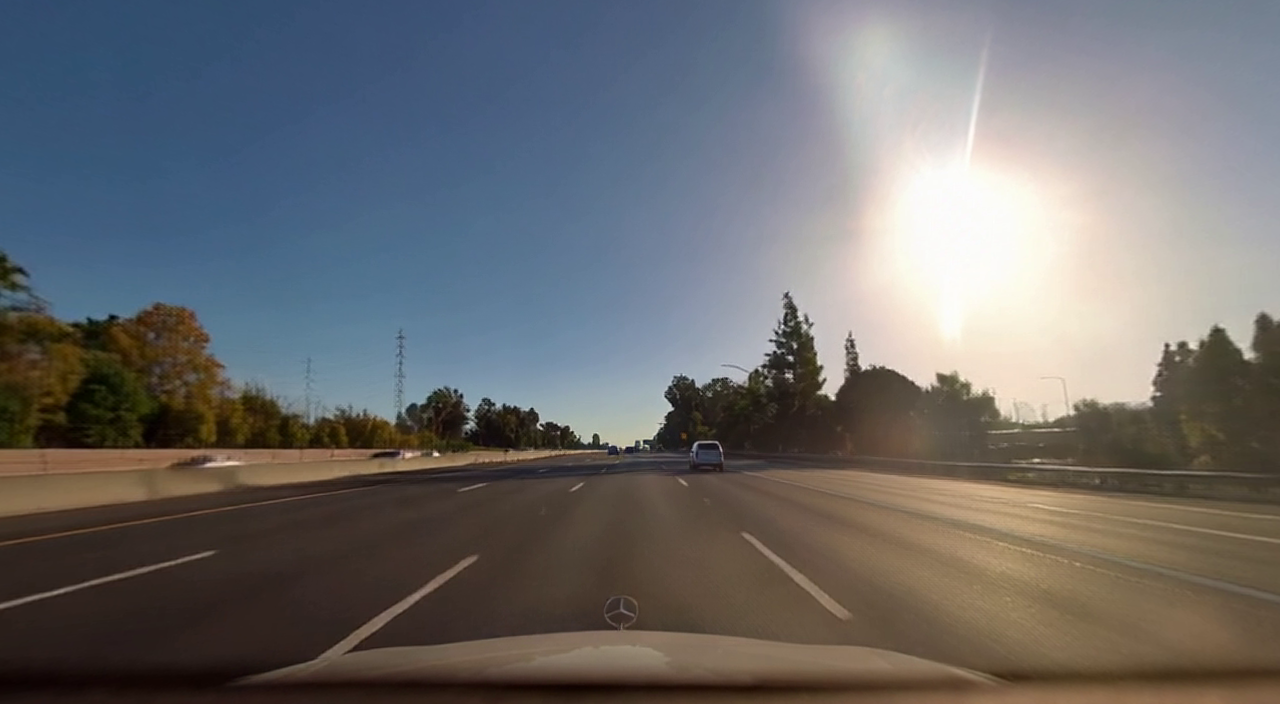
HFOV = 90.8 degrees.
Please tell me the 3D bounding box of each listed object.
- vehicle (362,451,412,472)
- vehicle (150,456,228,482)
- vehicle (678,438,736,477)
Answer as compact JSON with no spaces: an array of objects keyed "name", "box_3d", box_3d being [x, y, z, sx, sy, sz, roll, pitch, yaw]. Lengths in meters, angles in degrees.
[{"name":"vehicle","box_3d":[-19.795,8.594,49.650,1.954,1.499,4.820,0,-9,0]},{"name":"vehicle","box_3d":[-31.152,8.067,43.810,1.980,1.648,4.724,0,-9,-1]},{"name":"vehicle","box_3d":[3.041,4.926,29.717,2.130,1.677,4.317,0,-9,-2]}]
